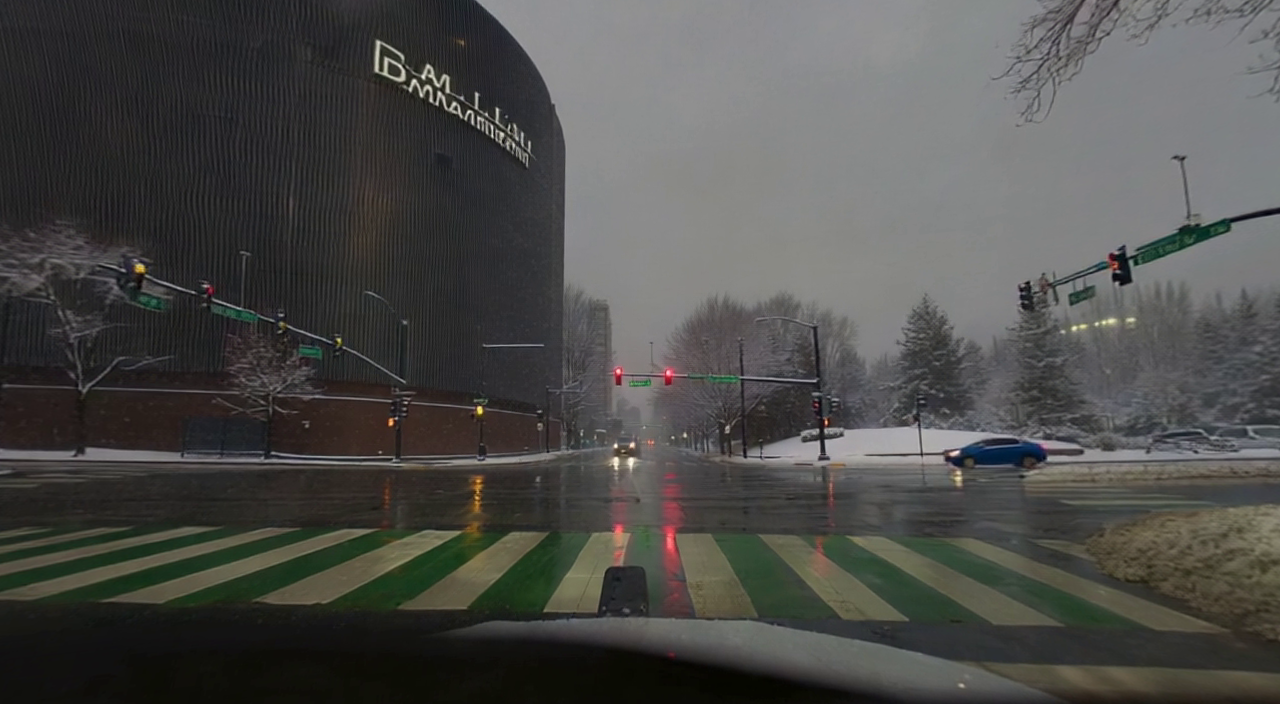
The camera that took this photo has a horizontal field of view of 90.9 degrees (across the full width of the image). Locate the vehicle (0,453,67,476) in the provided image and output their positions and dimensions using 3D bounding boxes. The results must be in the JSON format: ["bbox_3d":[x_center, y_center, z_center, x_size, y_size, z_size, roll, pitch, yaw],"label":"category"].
[{"bbox_3d":[-41.640,7.631,42.768,3.698,1.467,1.779,0,-8,1],"label":"vehicle"}]

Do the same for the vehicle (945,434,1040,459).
[{"bbox_3d":[21.293,5.765,38.262,4.529,1.457,1.981,-1,-8,4],"label":"vehicle"}]

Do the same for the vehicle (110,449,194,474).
[{"bbox_3d":[-33.060,7.402,42.759,4.136,1.661,1.857,0,-8,1],"label":"vehicle"}]

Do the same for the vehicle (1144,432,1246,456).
[{"bbox_3d":[36.190,6.016,41.186,4.767,1.456,1.858,-1,-8,3],"label":"vehicle"}]
